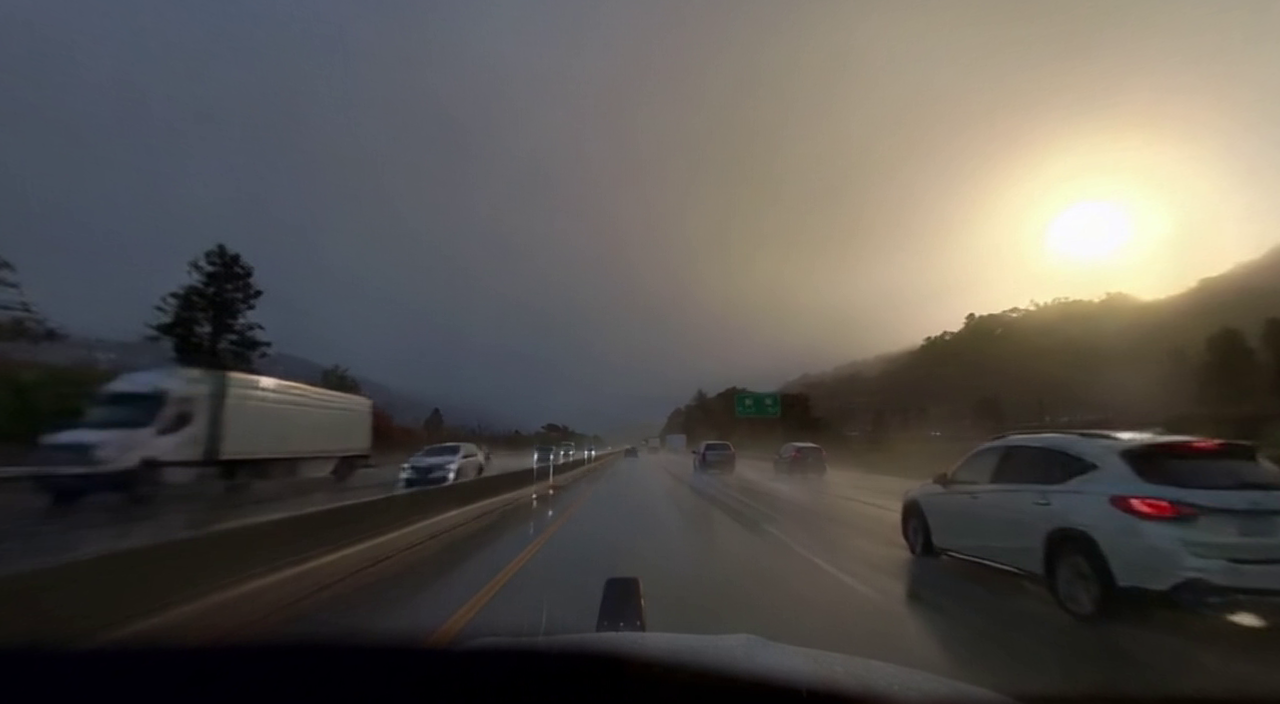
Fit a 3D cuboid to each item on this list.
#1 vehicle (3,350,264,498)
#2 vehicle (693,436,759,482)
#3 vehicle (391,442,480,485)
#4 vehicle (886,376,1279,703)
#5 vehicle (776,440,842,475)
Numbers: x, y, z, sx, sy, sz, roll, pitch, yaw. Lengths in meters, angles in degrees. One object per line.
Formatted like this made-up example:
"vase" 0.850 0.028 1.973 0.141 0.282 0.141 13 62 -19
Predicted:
"vehicle" -15.365 2.363 19.967 3.045 3.960 5.980 0 -9 0
"vehicle" 3.546 4.515 26.873 2.070 1.751 4.576 0 -9 -1
"vehicle" -7.819 4.302 24.614 1.935 1.490 4.453 0 -9 0
"vehicle" 3.638 1.208 4.536 2.023 1.603 4.159 0 -9 0
"vehicle" 8.541 5.399 32.366 2.018 1.636 4.510 0 -9 -1
